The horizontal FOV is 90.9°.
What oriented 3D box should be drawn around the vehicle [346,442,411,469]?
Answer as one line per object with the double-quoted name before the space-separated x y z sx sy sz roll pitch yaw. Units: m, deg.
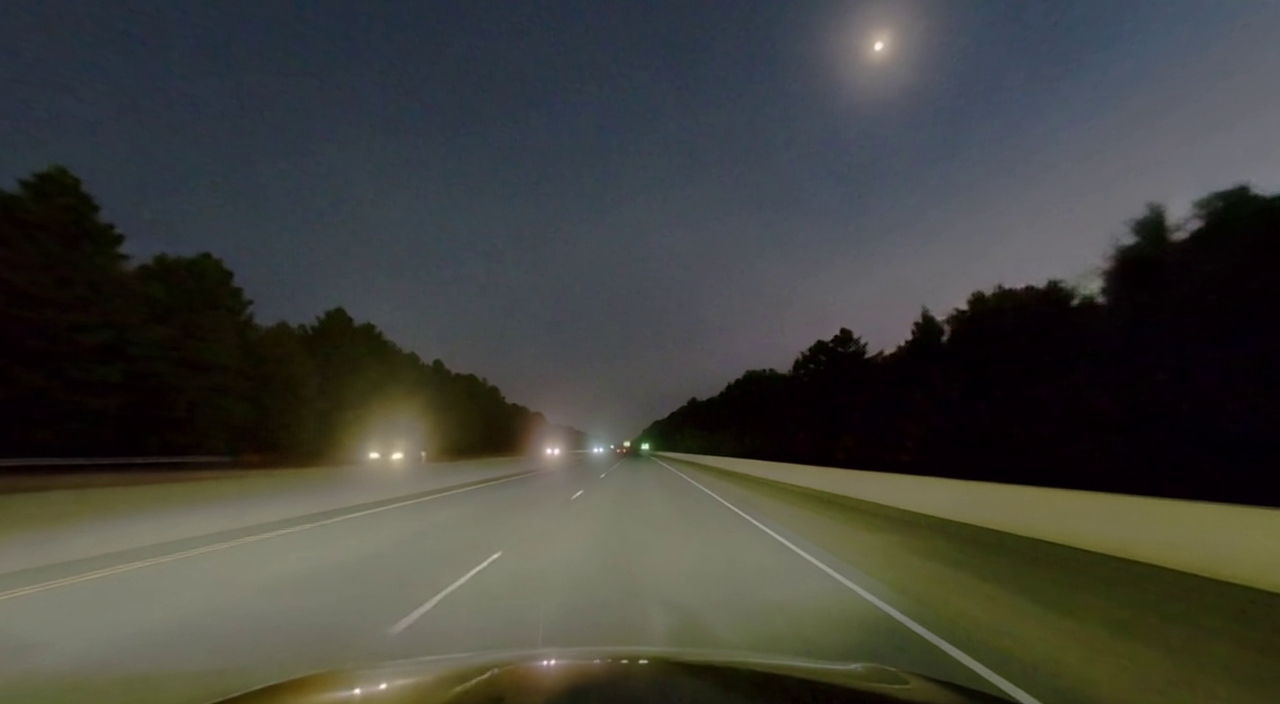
"vehicle" -14.992 5.967 36.414 1.860 1.472 4.557 0 -9 -1
